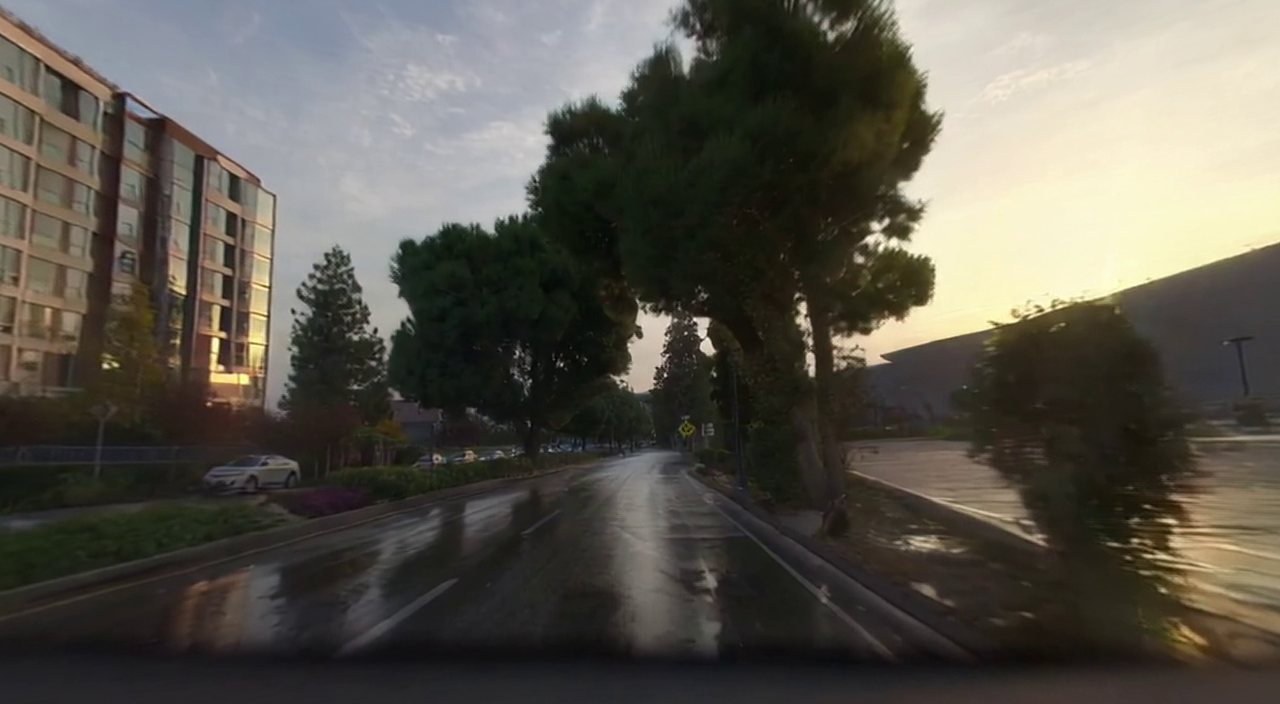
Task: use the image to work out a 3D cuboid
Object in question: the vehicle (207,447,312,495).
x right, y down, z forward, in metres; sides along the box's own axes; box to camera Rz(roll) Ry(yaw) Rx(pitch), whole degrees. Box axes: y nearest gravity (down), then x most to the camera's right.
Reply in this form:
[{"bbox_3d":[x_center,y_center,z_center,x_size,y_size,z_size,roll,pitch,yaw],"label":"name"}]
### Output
[{"bbox_3d":[-18.745,5.843,31.389,2.047,1.914,5.061,-3,-7,1],"label":"vehicle"}]
